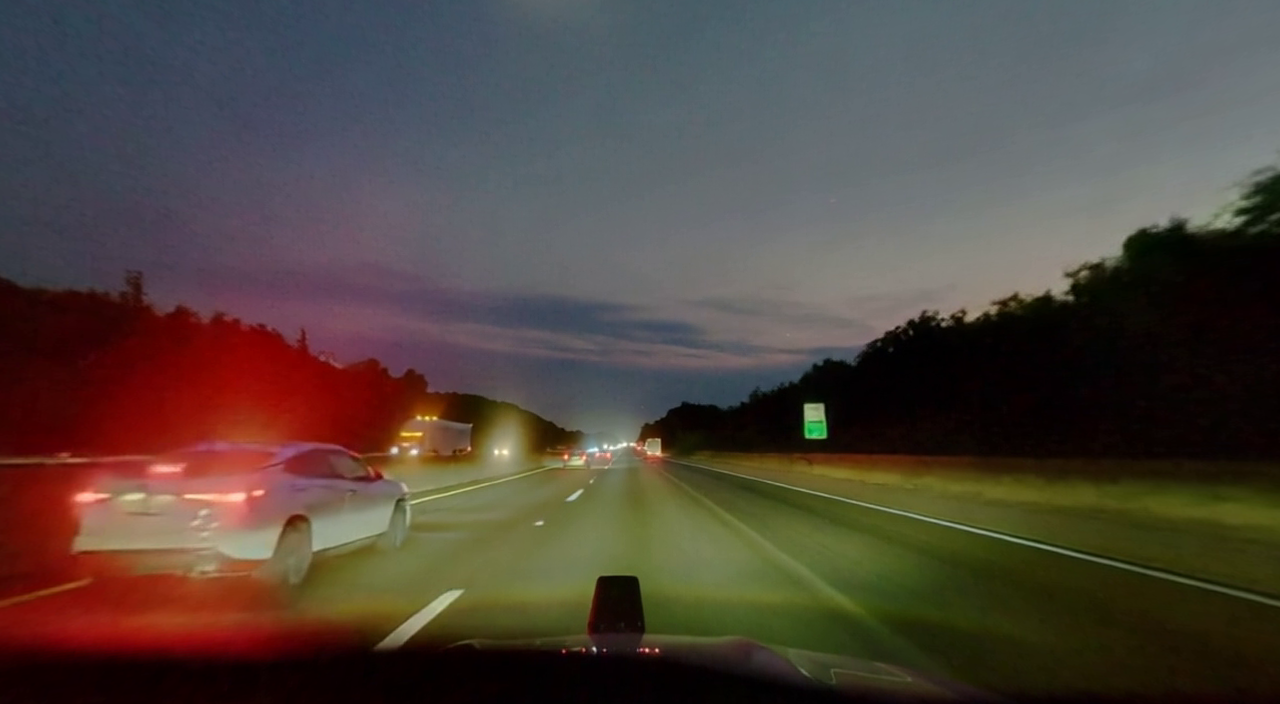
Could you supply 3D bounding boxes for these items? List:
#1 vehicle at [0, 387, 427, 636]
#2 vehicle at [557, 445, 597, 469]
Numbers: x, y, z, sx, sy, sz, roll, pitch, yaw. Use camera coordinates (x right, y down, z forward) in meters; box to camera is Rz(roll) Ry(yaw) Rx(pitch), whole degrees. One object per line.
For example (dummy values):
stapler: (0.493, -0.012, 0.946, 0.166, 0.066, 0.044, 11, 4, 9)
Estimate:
vehicle: (-4.090, 1.420, 6.578, 2.108, 1.666, 4.558, 0, -9, 0)
vehicle: (-4.084, 6.868, 41.322, 2.169, 1.473, 4.631, 0, -9, 0)
